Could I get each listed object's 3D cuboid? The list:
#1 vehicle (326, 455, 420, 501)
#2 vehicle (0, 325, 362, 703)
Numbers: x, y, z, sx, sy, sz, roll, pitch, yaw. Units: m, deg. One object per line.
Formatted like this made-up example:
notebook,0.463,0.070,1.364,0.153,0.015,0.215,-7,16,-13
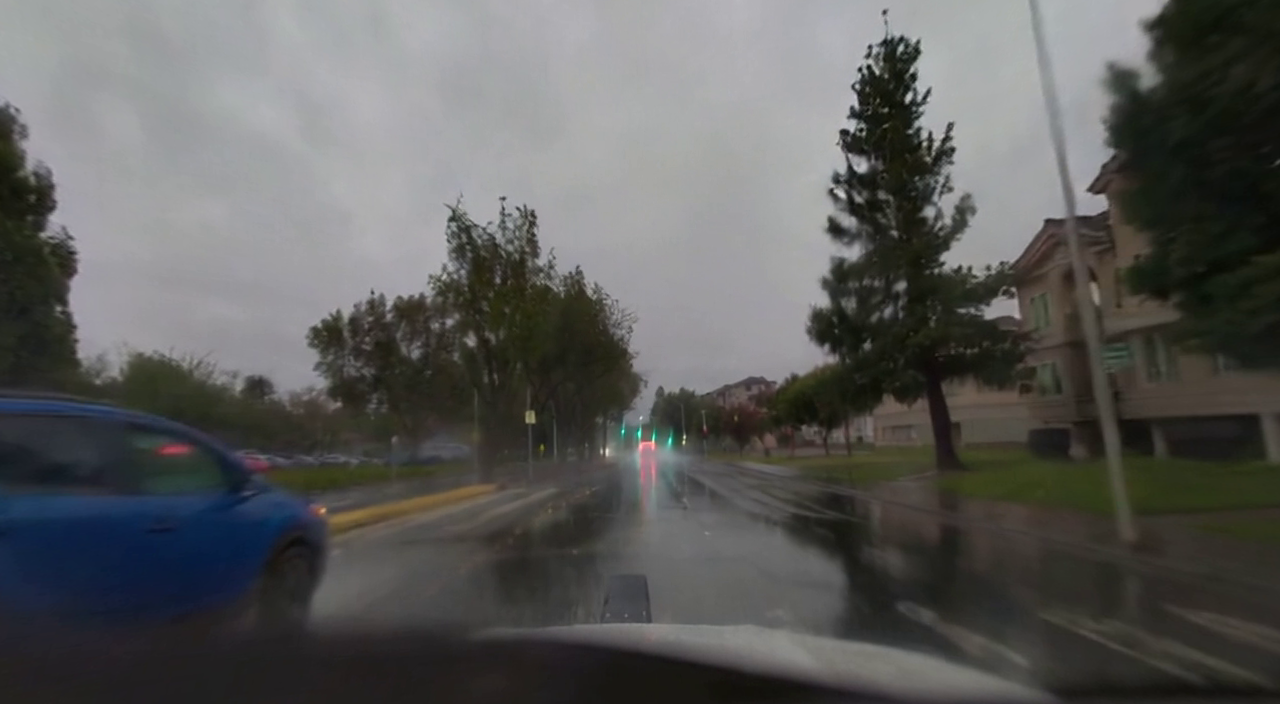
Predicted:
vehicle,-10.698,5.047,25.625,1.813,1.578,4.332,-1,-8,2
vehicle,-3.628,0.983,3.466,2.251,1.800,4.959,0,-9,-4
